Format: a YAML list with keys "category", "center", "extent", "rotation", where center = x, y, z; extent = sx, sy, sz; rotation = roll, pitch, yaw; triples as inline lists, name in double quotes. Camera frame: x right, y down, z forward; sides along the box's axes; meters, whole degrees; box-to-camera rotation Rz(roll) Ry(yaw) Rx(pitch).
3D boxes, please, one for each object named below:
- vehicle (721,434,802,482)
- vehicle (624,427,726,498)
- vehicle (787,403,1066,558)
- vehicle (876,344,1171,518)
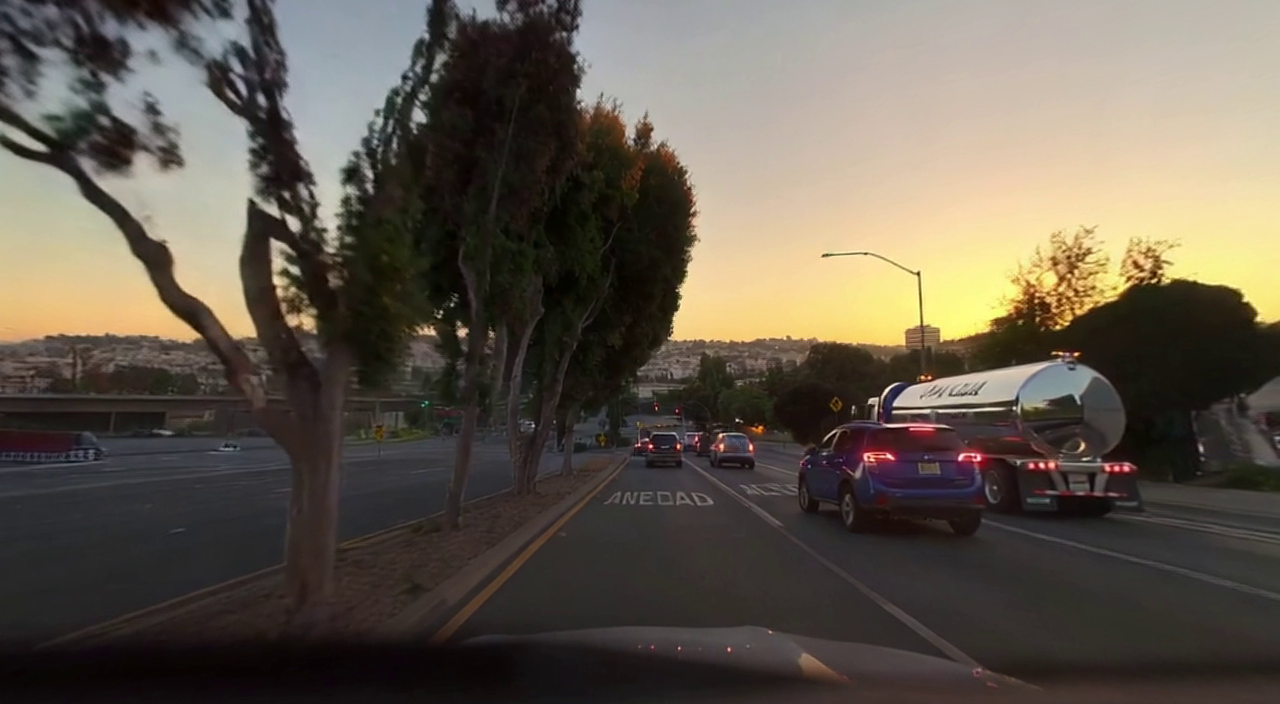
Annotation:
- category: "vehicle"
  center: [4.000, 3.571, 21.483]
  extent: [1.917, 1.475, 4.081]
  rotation: [0, -8, 0]
- category: "vehicle"
  center: [0.761, 2.650, 15.402]
  extent: [2.148, 1.488, 4.002]
  rotation: [0, -8, 1]
- category: "vehicle"
  center: [3.750, 1.779, 9.410]
  extent: [2.045, 1.729, 4.532]
  rotation: [0, -8, 1]
- category: "vehicle"
  center: [8.258, 1.905, 14.847]
  extent: [2.849, 3.207, 6.275]
  rotation: [0, -8, -1]
